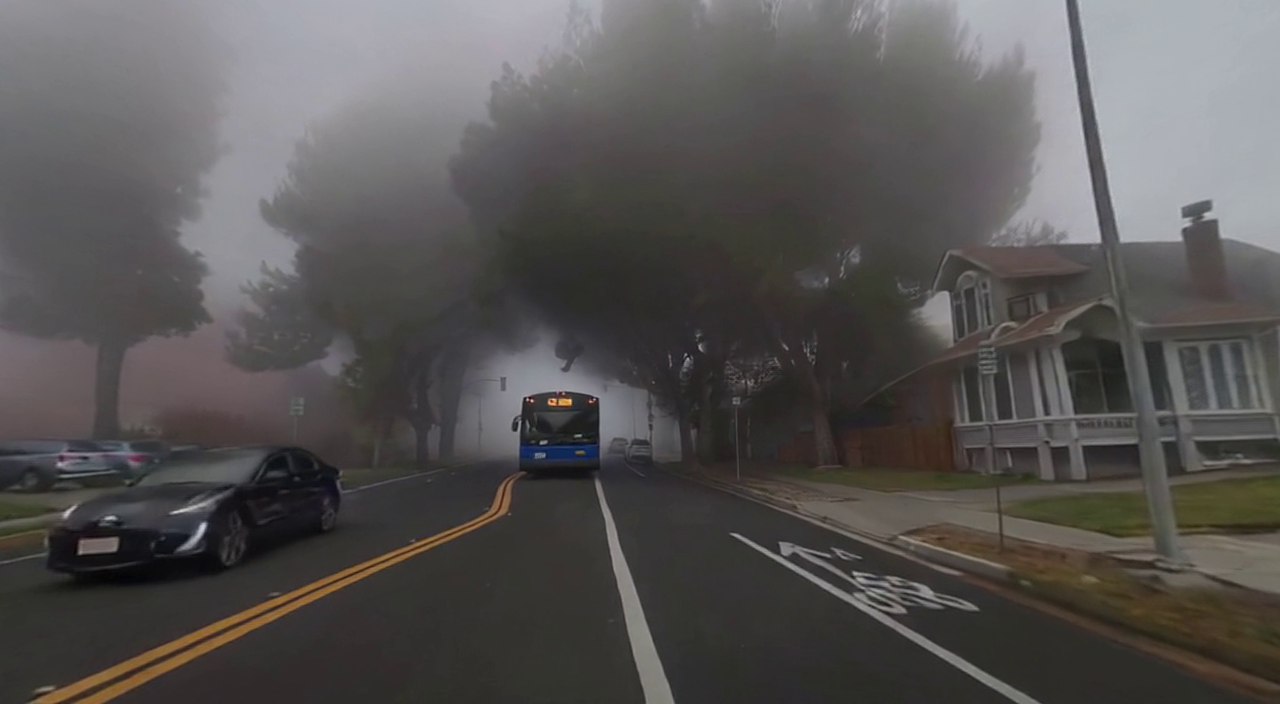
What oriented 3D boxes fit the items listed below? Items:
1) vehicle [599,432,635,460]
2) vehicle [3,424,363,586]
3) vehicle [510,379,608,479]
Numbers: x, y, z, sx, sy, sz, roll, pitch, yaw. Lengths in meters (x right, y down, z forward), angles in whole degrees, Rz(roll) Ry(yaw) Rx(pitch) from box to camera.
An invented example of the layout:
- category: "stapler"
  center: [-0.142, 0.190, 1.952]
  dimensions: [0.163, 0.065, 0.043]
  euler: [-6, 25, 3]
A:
- category: "vehicle"
  center: [-1.570, 6.204, 41.848]
  dimensions: [2.097, 1.675, 3.905]
  euler: [3, -8, -4]
- category: "vehicle"
  center: [-5.405, 1.805, 8.368]
  dimensions: [1.925, 1.489, 4.235]
  euler: [-1, -8, -6]
- category: "vehicle"
  center: [-3.114, 3.477, 27.589]
  dimensions: [3.031, 3.200, 13.052]
  euler: [3, -8, -3]
